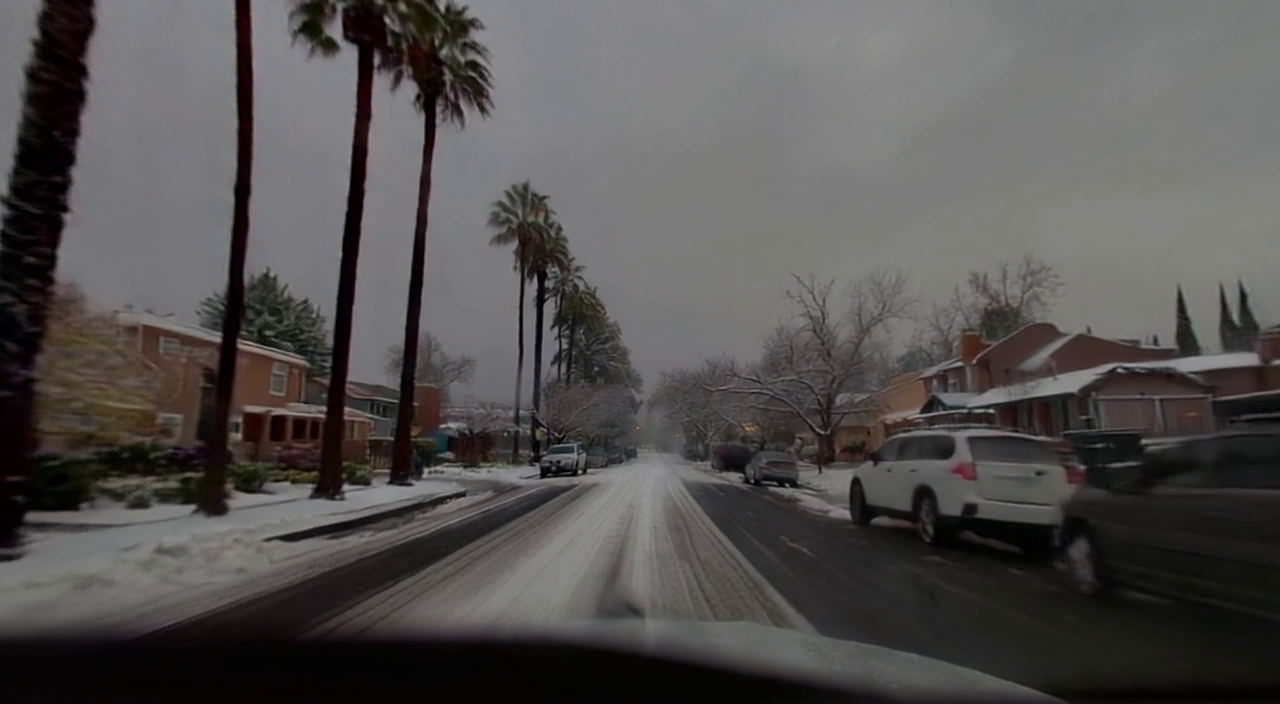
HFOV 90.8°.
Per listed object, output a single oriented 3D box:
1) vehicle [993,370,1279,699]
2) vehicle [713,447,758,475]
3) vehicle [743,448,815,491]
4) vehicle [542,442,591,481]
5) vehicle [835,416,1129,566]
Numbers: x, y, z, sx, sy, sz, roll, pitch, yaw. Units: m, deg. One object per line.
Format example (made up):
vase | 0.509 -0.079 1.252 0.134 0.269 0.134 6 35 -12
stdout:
vehicle | 4.590 1.110 3.829 2.166 1.766 5.186 3 -9 3
vehicle | 5.633 6.472 37.761 1.991 1.554 4.501 0 -9 0
vehicle | 5.475 4.665 25.419 2.056 1.464 4.493 2 -9 2
vehicle | -3.900 5.890 34.292 2.149 1.877 5.082 -2 -9 -1
vehicle | 5.124 2.160 10.644 2.131 1.824 5.229 1 -9 1
